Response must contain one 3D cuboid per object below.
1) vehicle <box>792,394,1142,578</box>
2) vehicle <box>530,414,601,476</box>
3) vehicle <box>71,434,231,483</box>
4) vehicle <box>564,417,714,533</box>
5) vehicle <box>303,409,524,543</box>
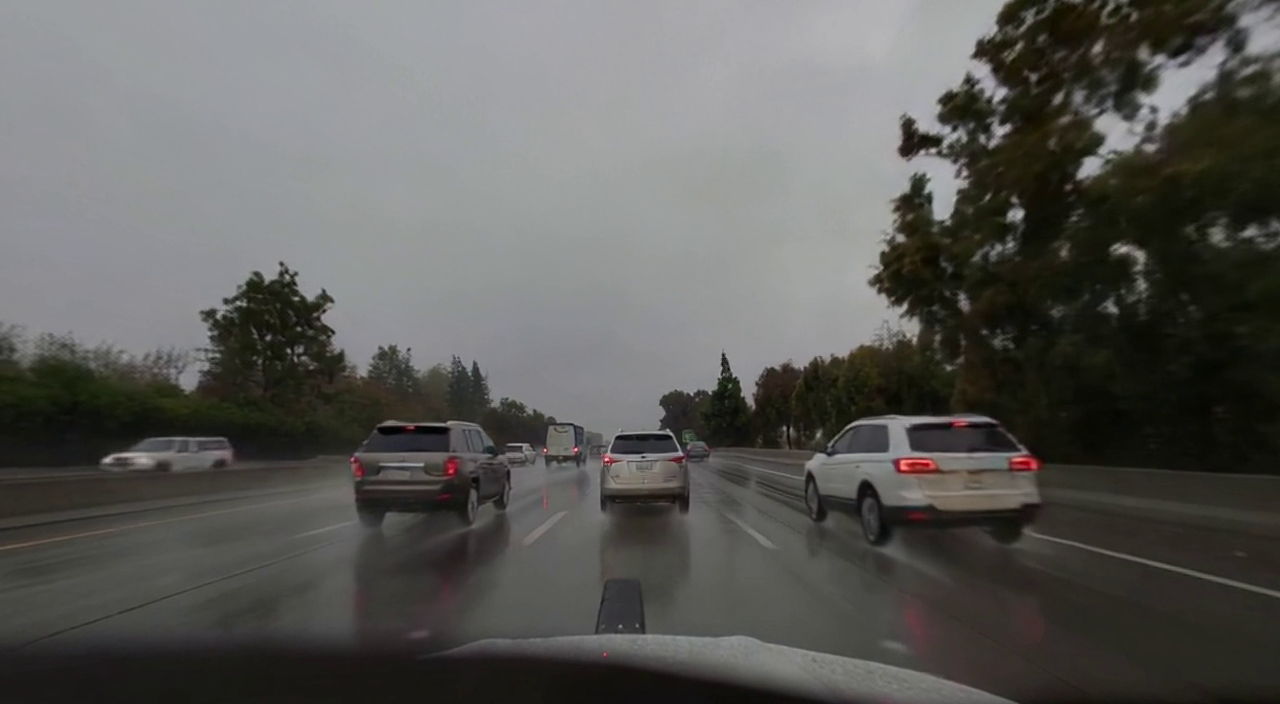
[{"bbox_3d":[3.906,1.723,8.958,2.175,1.830,5.173,0,-9,0],"label":"vehicle"},{"bbox_3d":[-3.126,4.090,27.699,2.359,2.399,5.500,0,-9,1],"label":"vehicle"},{"bbox_3d":[-20.748,4.550,27.174,2.214,1.853,5.789,0,-9,0],"label":"vehicle"},{"bbox_3d":[-0.006,2.147,11.520,2.223,1.722,4.177,0,-9,0],"label":"vehicle"},{"bbox_3d":[-3.485,2.002,10.765,2.142,1.808,4.266,0,-9,0],"label":"vehicle"}]
